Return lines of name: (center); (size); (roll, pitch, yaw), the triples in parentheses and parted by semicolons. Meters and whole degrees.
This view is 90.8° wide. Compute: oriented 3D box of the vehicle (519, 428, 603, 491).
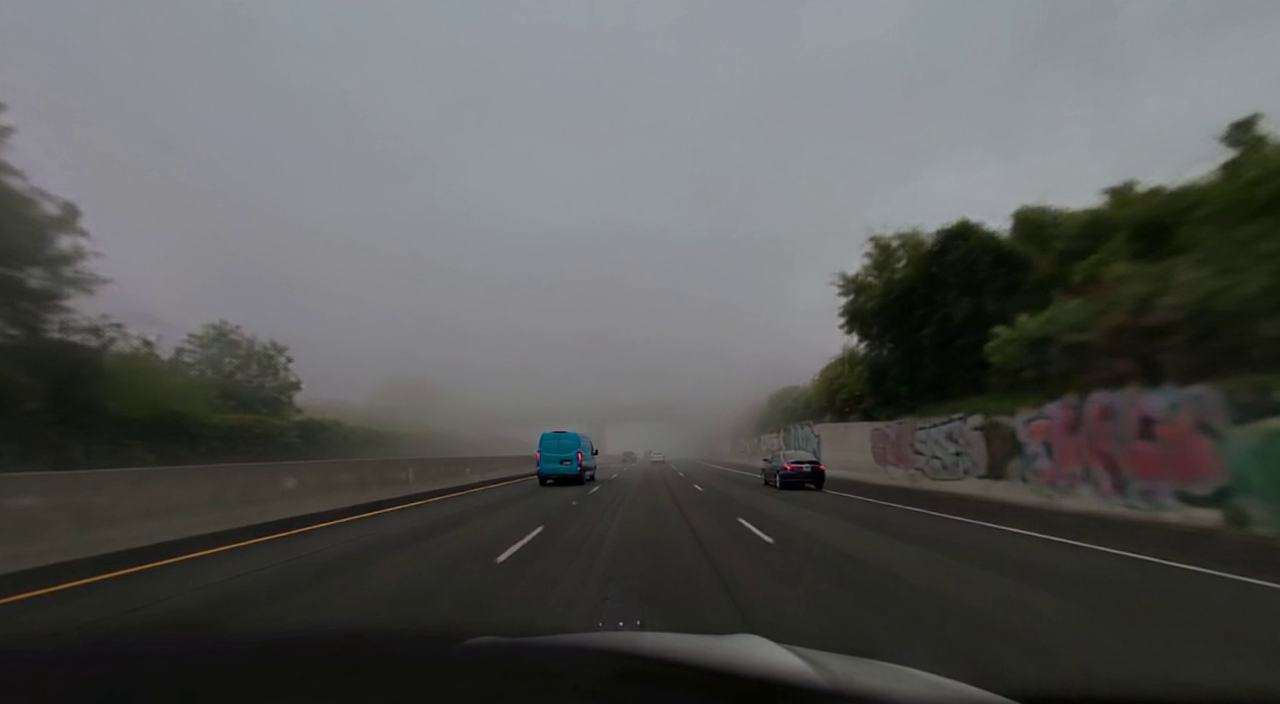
vehicle: (-2.708, 3.876, 23.039); (2.310, 2.030, 5.094); (0, -9, 1)

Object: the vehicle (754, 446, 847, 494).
vehicle: (5.487, 4.053, 22.195); (1.972, 1.492, 4.623); (0, -9, -1)
